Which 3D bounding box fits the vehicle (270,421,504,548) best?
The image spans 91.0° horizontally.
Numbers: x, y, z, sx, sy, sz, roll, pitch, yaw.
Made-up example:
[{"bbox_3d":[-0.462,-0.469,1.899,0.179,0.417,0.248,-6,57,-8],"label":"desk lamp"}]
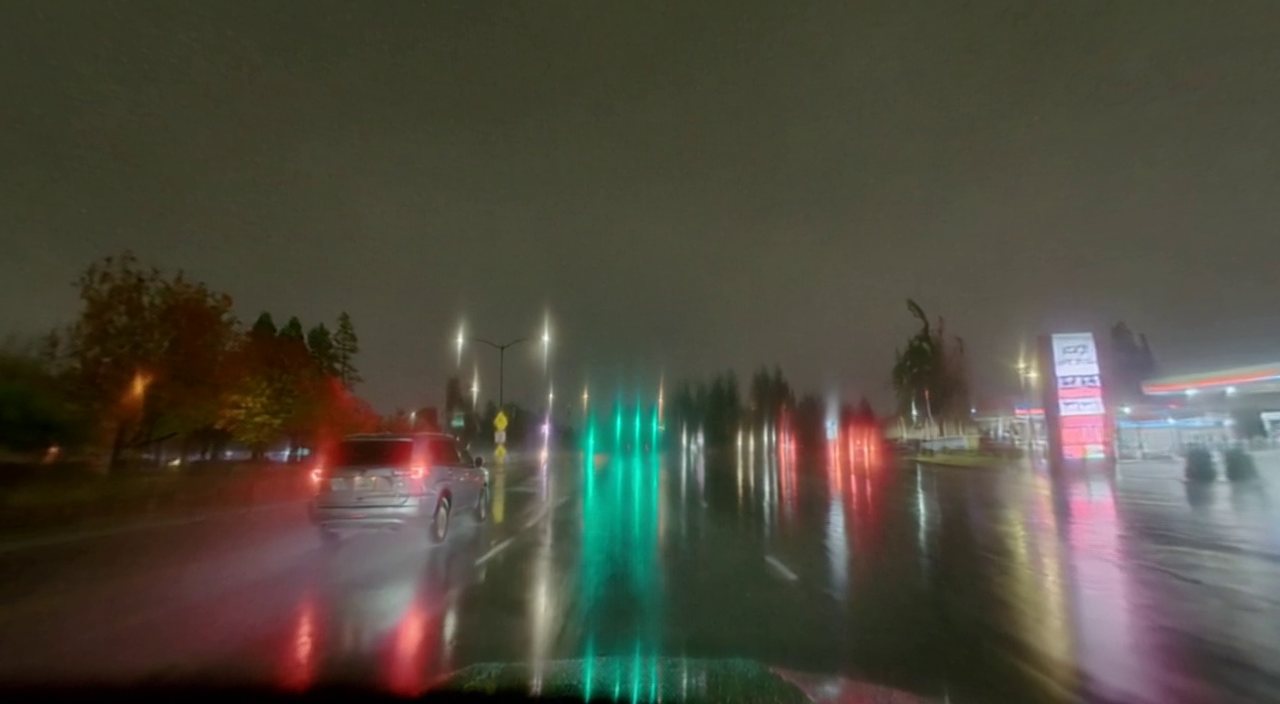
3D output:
[{"bbox_3d":[-3.848,2.099,10.693,2.039,1.656,4.710,0,-9,-1],"label":"vehicle"}]
